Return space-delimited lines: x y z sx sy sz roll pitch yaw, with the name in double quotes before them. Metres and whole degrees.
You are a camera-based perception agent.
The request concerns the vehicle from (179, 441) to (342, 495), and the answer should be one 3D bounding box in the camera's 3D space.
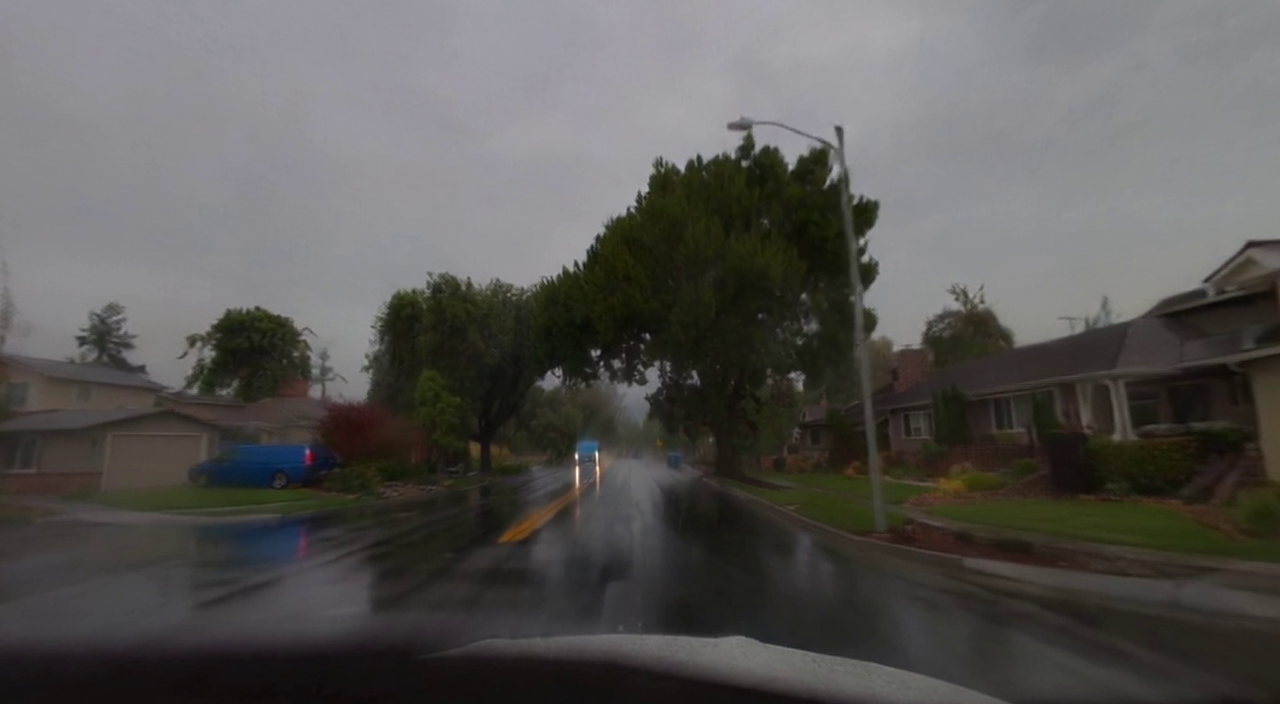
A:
"vehicle" -14.440 4.372 24.357 2.145 1.839 4.837 -6 -10 33
